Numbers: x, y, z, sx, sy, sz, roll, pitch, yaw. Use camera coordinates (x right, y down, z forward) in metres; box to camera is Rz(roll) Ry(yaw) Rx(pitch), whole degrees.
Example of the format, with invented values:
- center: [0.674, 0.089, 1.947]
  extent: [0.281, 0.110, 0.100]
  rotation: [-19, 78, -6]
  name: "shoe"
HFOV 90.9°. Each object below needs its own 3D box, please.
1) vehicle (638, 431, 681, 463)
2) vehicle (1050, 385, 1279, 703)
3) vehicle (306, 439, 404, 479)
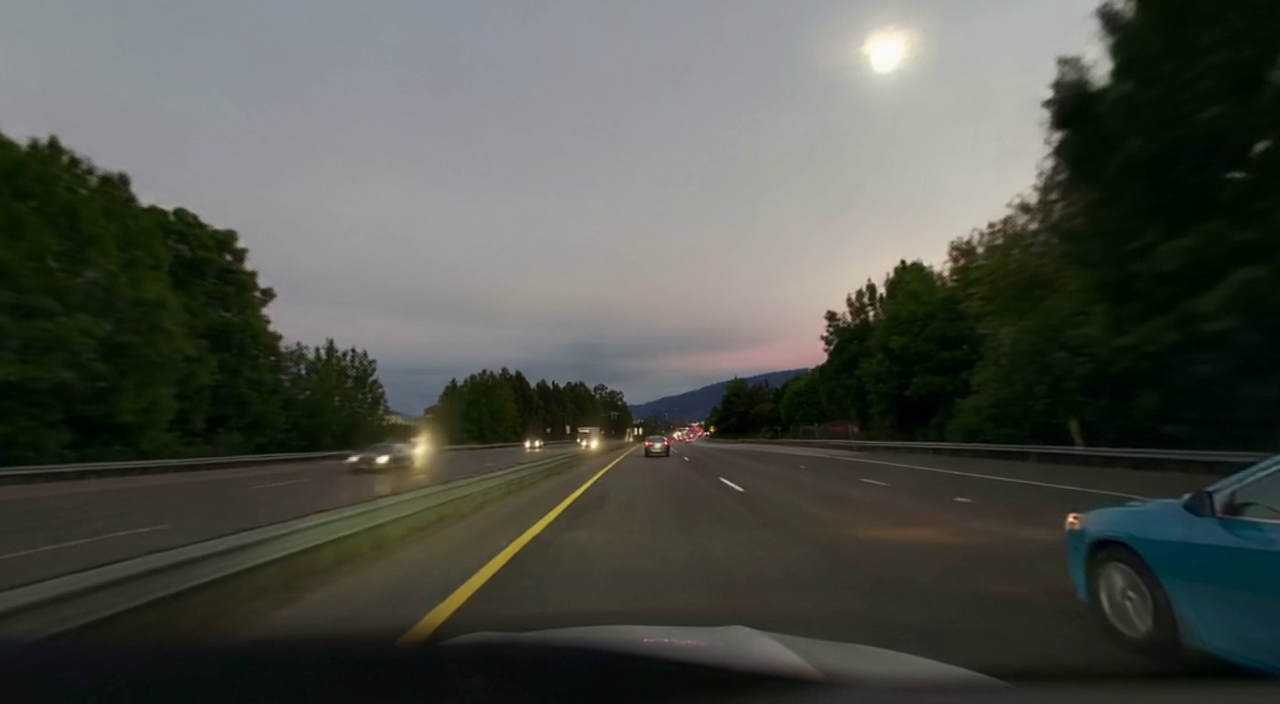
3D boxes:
- center: [0.941, 4.838, 32.378]
  extent: [2.046, 1.526, 3.903]
  rotation: [0, -8, 0]
  name: "vehicle"
- center: [3.603, 0.749, 1.695]
  extent: [1.981, 1.467, 4.459]
  rotation: [0, -8, 0]
  name: "vehicle"
- center: [-11.913, 4.451, 26.683]
  extent: [1.910, 1.498, 4.618]
  rotation: [0, -8, 1]
  name: "vehicle"
